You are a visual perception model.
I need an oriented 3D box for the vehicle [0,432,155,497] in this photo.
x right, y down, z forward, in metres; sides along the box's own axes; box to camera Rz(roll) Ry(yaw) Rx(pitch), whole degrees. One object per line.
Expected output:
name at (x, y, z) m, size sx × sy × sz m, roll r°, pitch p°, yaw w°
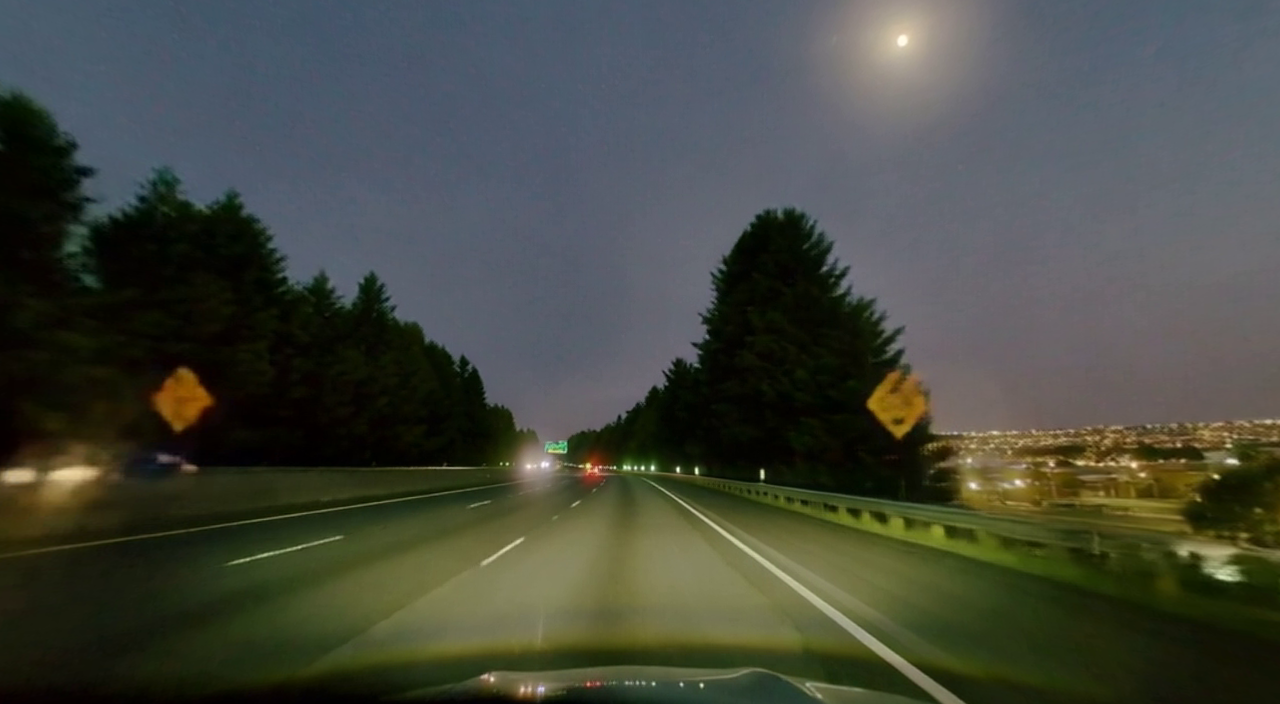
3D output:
vehicle at (-16.527, 3.219, 18.068) m, size 1.970 × 1.612 × 3.987 m, roll 1°, pitch -10°, yaw 0°
